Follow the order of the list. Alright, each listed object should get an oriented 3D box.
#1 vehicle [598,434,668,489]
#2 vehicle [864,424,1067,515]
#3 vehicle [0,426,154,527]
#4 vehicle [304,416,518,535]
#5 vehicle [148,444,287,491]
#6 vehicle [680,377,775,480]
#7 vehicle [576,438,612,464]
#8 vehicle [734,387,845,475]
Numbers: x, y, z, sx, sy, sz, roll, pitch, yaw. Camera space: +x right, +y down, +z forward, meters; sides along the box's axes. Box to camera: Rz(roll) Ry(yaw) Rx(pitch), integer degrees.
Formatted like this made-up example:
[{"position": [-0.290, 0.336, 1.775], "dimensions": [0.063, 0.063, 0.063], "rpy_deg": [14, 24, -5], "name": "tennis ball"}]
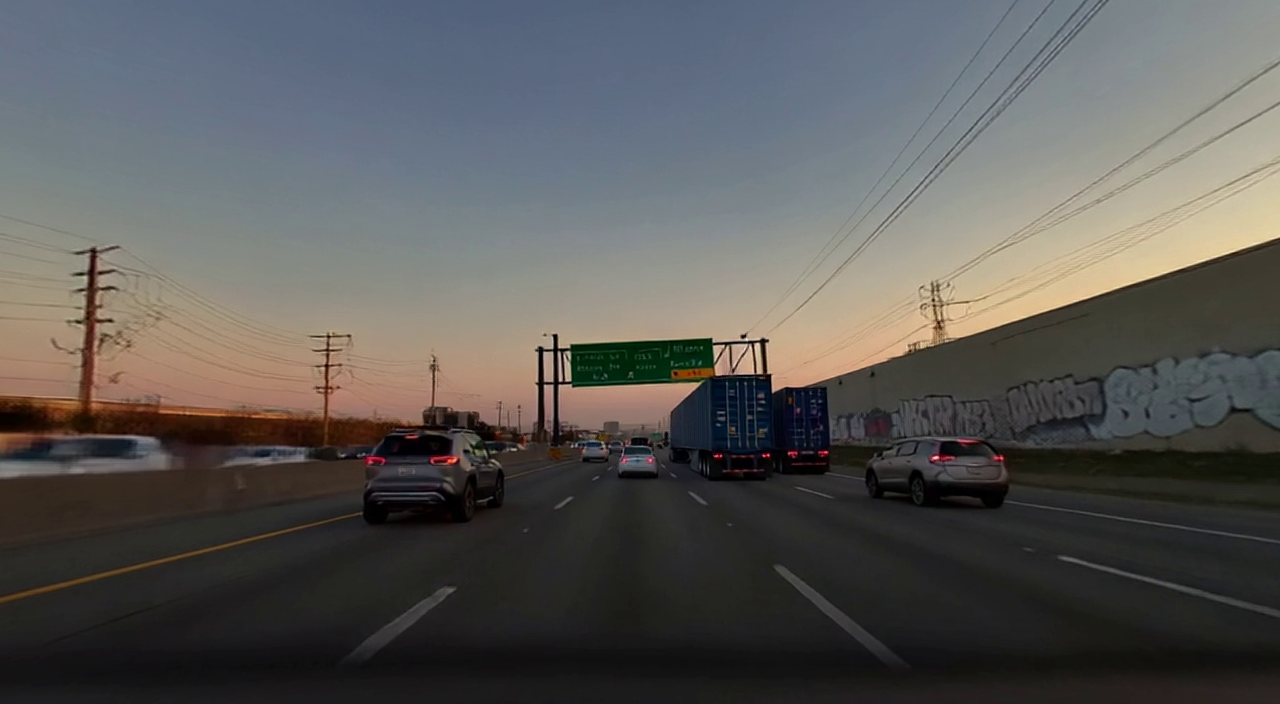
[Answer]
[{"position": [-0.219, 3.751, 21.880], "dimensions": [2.191, 1.685, 4.015], "rpy_deg": [0, -9, 0], "name": "vehicle"}, {"position": [7.103, 2.623, 14.547], "dimensions": [2.202, 1.731, 4.628], "rpy_deg": [0, -9, 0], "name": "vehicle"}, {"position": [-11.037, 2.100, 10.882], "dimensions": [2.133, 1.548, 4.026], "rpy_deg": [0, -9, -1], "name": "vehicle"}, {"position": [-3.957, 2.242, 12.020], "dimensions": [2.264, 1.804, 4.584], "rpy_deg": [0, -9, 1], "name": "vehicle"}, {"position": [-14.766, 4.035, 22.482], "dimensions": [1.872, 1.482, 4.584], "rpy_deg": [0, -9, -1], "name": "vehicle"}, {"position": [3.854, 3.980, 31.453], "dimensions": [2.800, 4.039, 13.179], "rpy_deg": [0, -9, 0], "name": "vehicle"}, {"position": [-3.343, 7.372, 46.975], "dimensions": [2.243, 1.820, 4.473], "rpy_deg": [0, -9, 1], "name": "vehicle"}, {"position": [7.780, 4.576, 35.317], "dimensions": [2.868, 4.017, 12.827], "rpy_deg": [0, -9, -1], "name": "vehicle"}]
